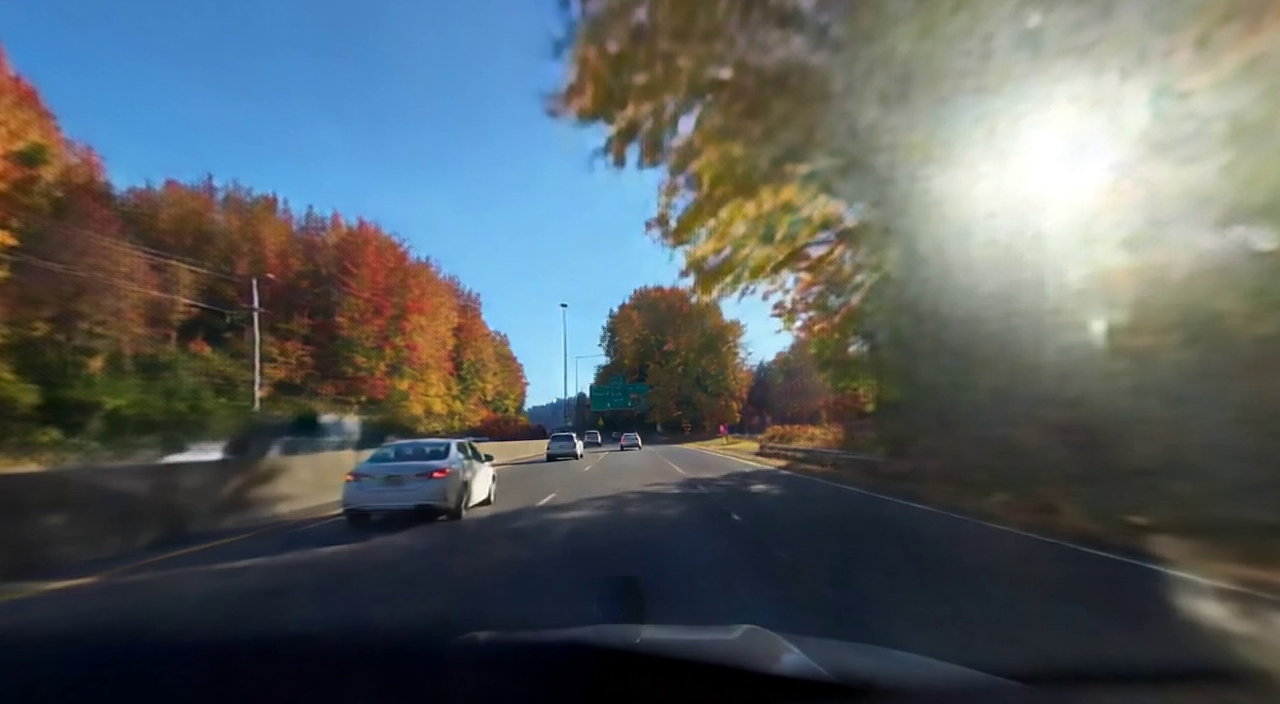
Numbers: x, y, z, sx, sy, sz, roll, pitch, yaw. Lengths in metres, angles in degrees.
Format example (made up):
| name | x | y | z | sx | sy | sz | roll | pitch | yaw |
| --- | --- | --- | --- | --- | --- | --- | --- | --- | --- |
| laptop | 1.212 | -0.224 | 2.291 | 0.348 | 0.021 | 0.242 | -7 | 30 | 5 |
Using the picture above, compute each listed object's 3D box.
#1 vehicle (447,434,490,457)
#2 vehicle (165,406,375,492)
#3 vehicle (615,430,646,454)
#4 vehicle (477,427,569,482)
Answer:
| name | x | y | z | sx | sy | sz | roll | pitch | yaw |
| --- | --- | --- | --- | --- | --- | --- | --- | --- | --- |
| vehicle | -12.450 | 6.818 | 45.896 | 1.903 | 1.544 | 4.199 | 0 | -8 | 0 |
| vehicle | -11.557 | 3.118 | 20.702 | 2.459 | 2.312 | 7.383 | 0 | -8 | 0 |
| vehicle | -0.655 | 6.264 | 43.971 | 2.054 | 1.609 | 3.859 | 0 | -8 | 0 |
| vehicle | -3.467 | 3.122 | 19.575 | 1.989 | 1.497 | 4.645 | 0 | -8 | 0 |
